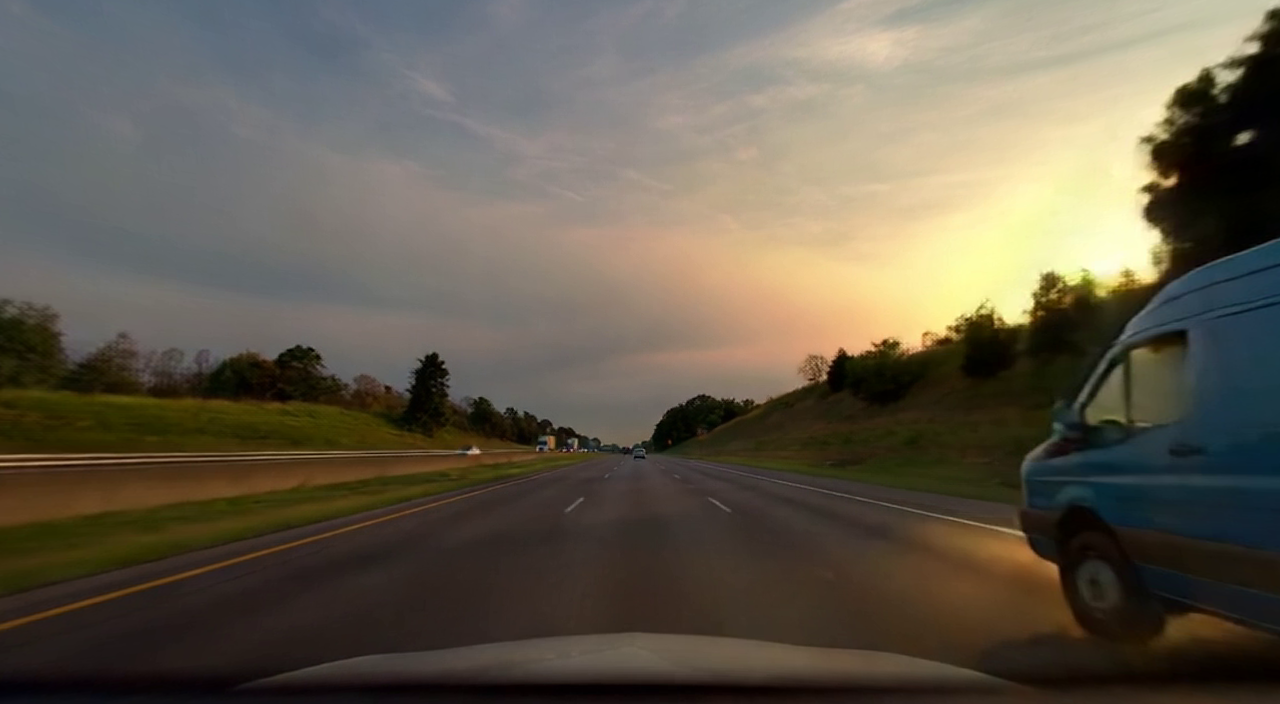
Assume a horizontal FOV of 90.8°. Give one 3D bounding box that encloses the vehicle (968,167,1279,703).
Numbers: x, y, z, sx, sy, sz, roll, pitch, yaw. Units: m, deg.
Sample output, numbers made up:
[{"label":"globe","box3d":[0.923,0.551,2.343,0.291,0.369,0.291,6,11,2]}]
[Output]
[{"label":"vehicle","box3d":[4.053,0.328,1.793,2.552,2.524,6.630,0,-9,-1]}]
